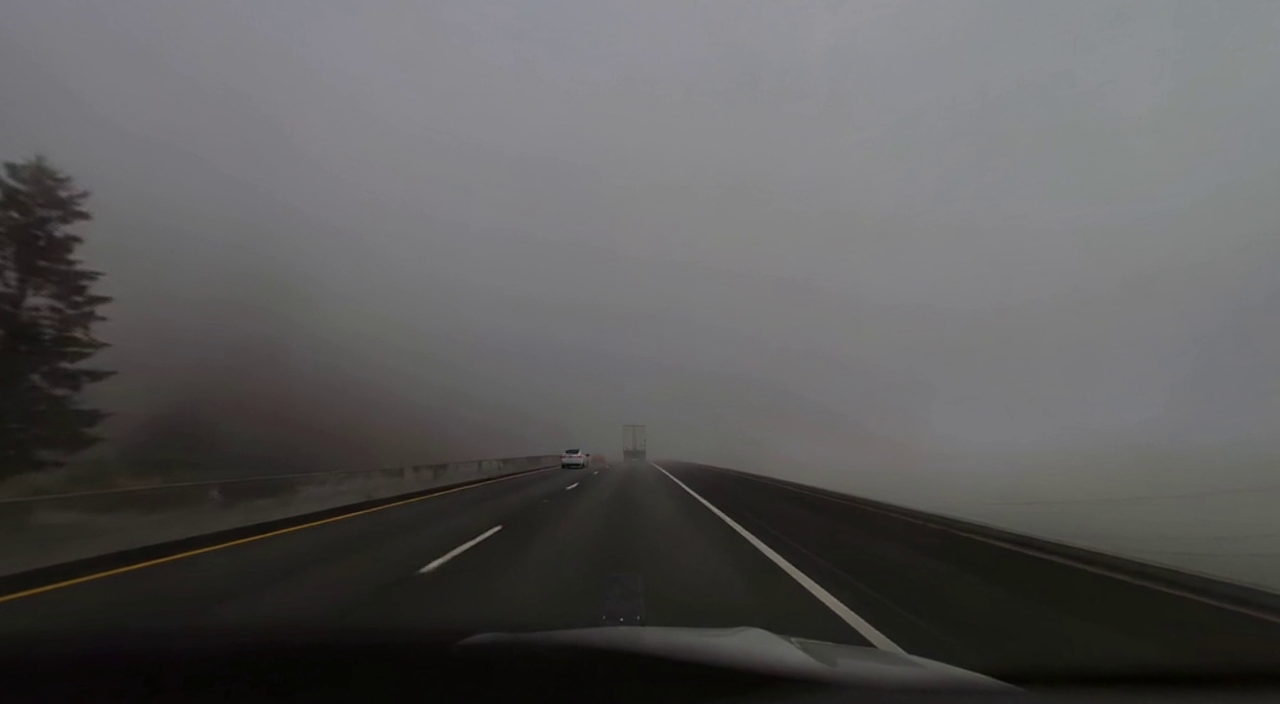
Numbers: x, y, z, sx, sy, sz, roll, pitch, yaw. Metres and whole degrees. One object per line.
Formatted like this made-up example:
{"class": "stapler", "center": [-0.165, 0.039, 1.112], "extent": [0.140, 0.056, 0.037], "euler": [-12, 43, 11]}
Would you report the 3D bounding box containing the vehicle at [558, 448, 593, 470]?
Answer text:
{"class": "vehicle", "center": [-4.506, 7.559, 44.710], "extent": [2.106, 1.445, 4.404], "euler": [0, -9, -1]}
